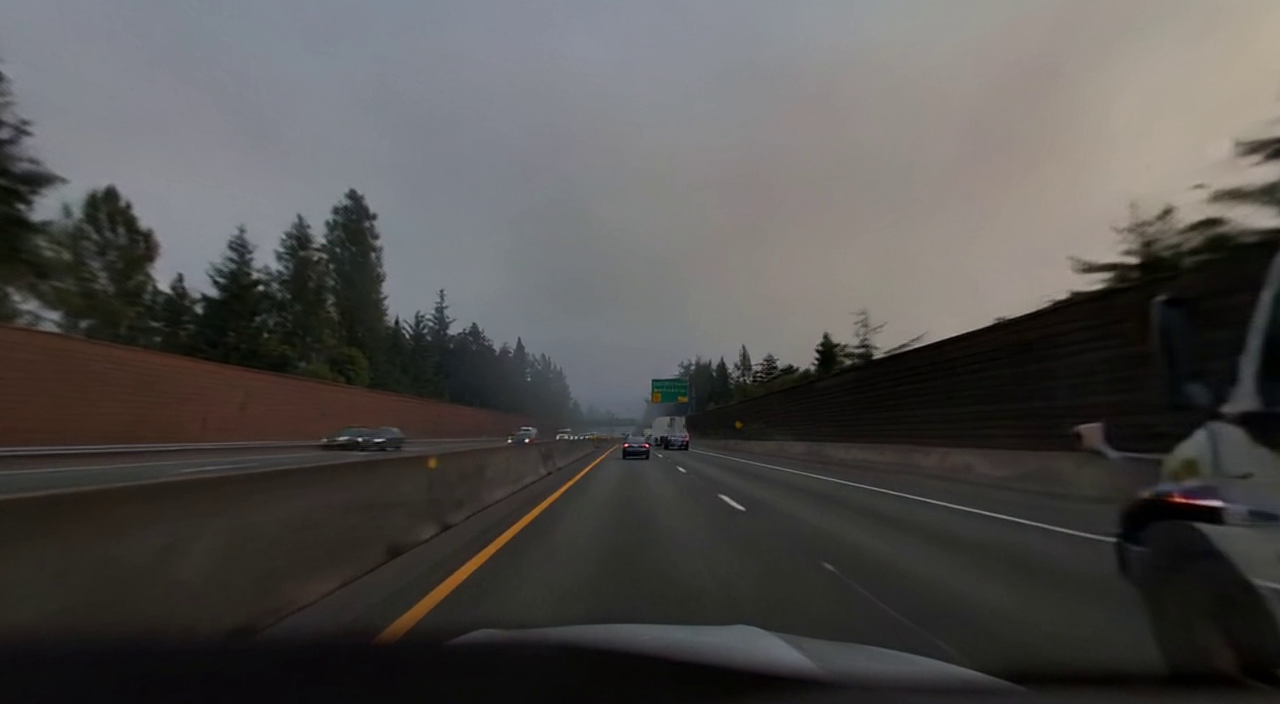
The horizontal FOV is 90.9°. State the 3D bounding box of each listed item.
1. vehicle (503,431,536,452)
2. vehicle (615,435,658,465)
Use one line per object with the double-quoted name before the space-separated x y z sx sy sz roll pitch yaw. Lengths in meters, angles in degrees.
"vehicle" -9.319 6.961 49.020 1.842 1.511 3.979 0 -8 0
"vehicle" -0.204 5.175 33.668 2.119 1.480 4.000 0 -8 -1
